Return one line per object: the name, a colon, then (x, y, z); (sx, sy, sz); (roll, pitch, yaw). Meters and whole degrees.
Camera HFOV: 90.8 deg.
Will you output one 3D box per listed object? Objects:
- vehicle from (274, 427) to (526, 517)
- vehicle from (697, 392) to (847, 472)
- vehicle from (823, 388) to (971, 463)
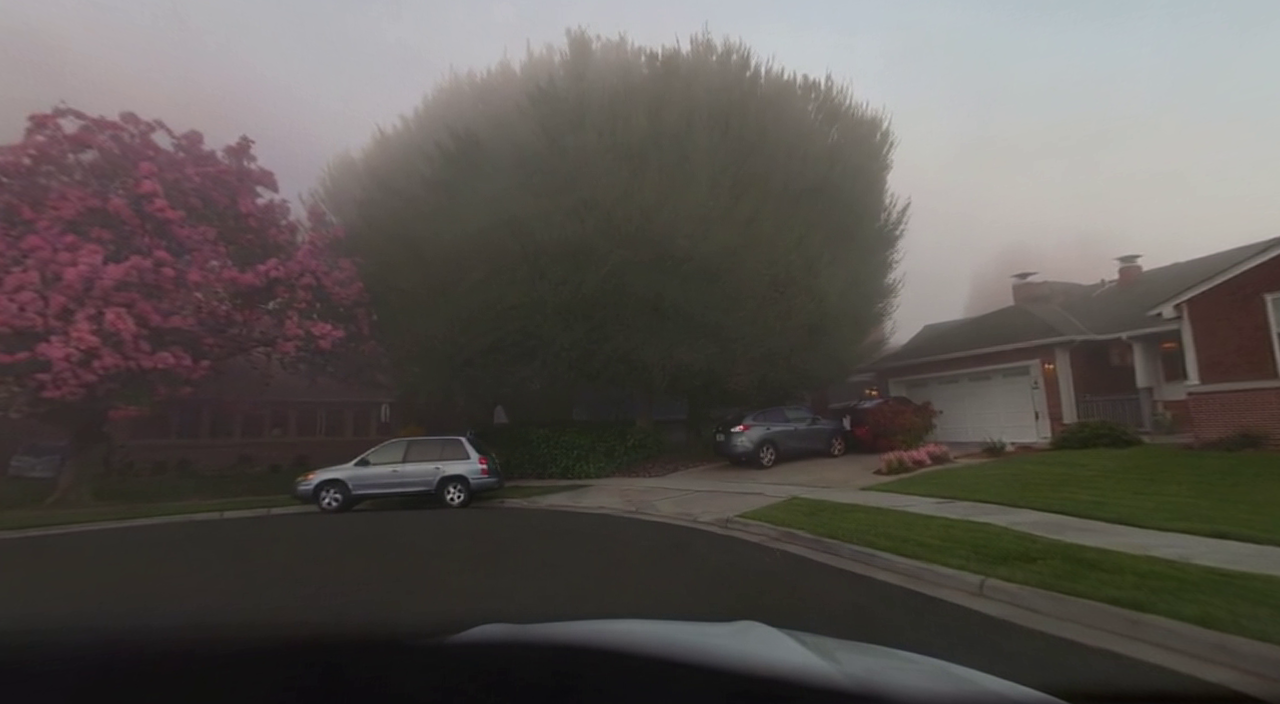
vehicle: (-5.282, 2.670, 14.352); (4.815, 1.827, 2.147); (-1, -9, 7)
vehicle: (3.885, 2.240, 18.112); (2.310, 1.701, 4.280); (-10, -6, 39)
vehicle: (7.253, 1.968, 17.606); (2.152, 1.773, 4.495); (-9, -8, 44)
